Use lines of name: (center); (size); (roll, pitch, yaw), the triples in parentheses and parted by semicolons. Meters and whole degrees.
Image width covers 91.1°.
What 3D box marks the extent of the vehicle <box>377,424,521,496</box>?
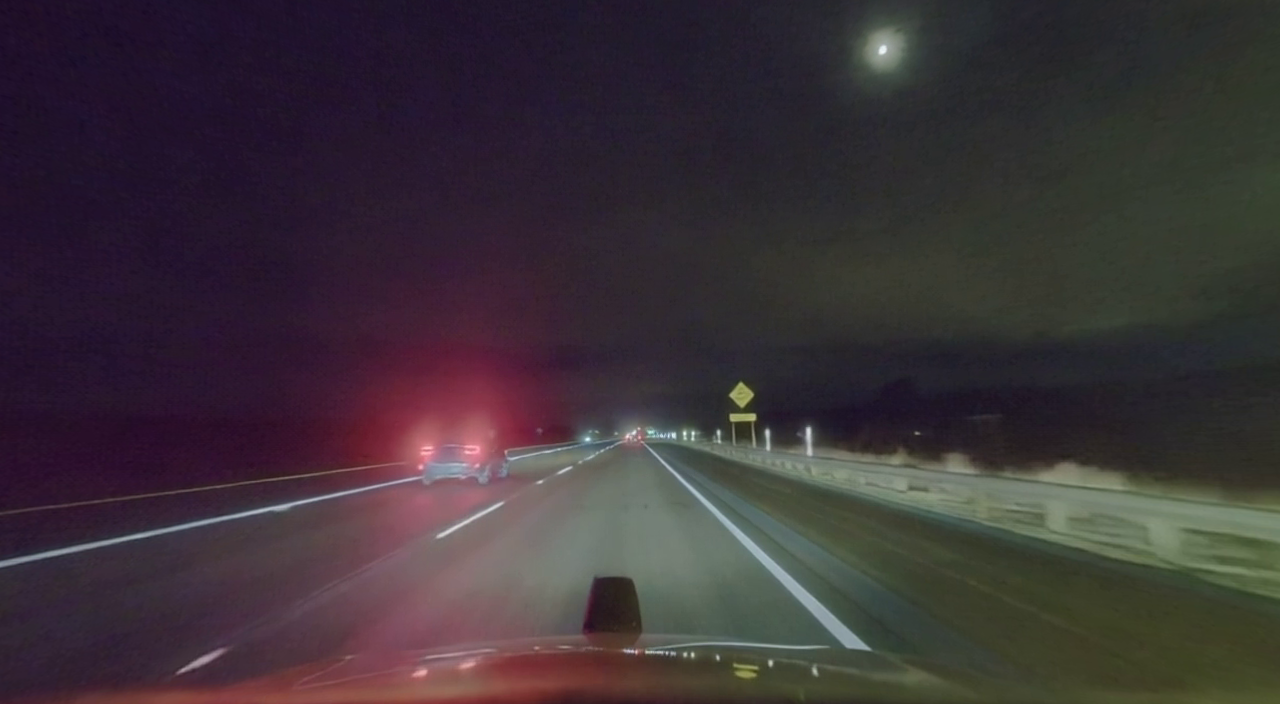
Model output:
vehicle: (-4.600, 2.658, 16.080); (2.149, 1.532, 4.905); (0, -8, 0)
